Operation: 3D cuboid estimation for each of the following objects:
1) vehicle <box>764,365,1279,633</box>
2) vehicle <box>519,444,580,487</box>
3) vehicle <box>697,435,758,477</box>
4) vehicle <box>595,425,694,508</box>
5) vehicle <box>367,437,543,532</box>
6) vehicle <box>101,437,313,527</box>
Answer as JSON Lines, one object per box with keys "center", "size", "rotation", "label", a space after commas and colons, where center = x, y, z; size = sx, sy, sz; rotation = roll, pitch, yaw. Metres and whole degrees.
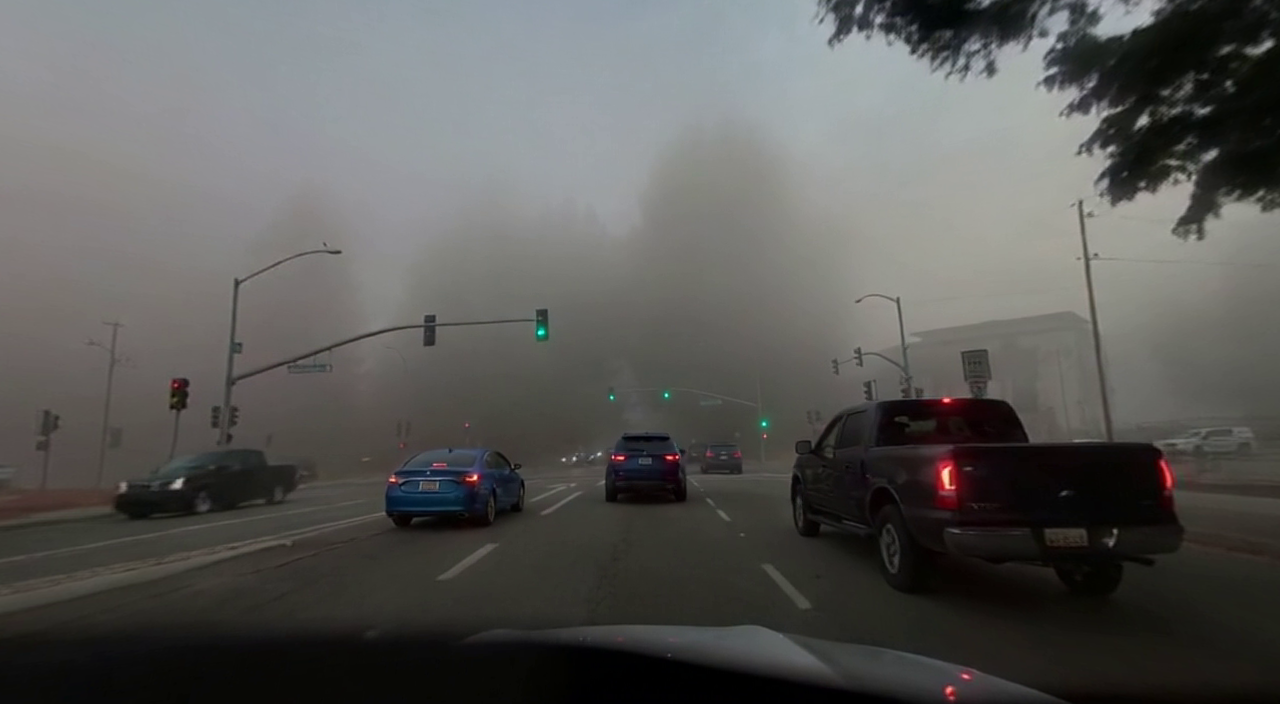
{"center": [3.308, 1.425, 7.367], "size": [2.571, 1.857, 5.841], "rotation": [0, -8, 0], "label": "vehicle"}
{"center": [-3.394, 4.332, 24.497], "size": [2.072, 1.450, 4.612], "rotation": [1, -8, -5], "label": "vehicle"}
{"center": [4.306, 5.204, 31.944], "size": [2.408, 1.908, 5.355], "rotation": [0, -8, 1], "label": "vehicle"}
{"center": [0.124, 2.748, 15.572], "size": [2.113, 1.768, 3.901], "rotation": [0, -8, 1], "label": "vehicle"}
{"center": [-3.278, 2.423, 12.321], "size": [1.909, 1.476, 4.751], "rotation": [0, -8, 1], "label": "vehicle"}
{"center": [-10.258, 3.046, 15.538], "size": [2.099, 1.813, 4.583], "rotation": [-1, -8, -2], "label": "vehicle"}
